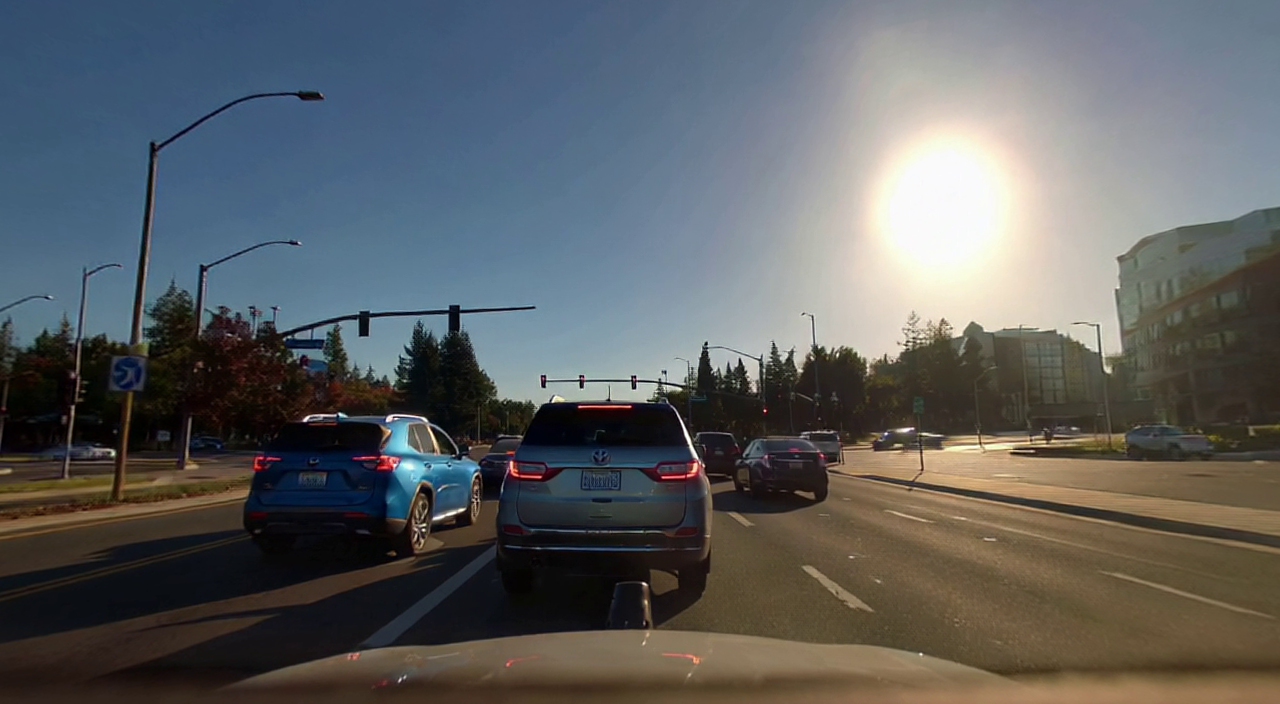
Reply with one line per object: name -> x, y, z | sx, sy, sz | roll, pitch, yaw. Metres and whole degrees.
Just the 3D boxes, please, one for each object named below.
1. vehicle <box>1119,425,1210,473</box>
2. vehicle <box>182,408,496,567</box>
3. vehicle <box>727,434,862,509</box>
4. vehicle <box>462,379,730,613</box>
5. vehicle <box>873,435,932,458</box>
vehicle -> 19.218, 3.534, 23.040 | 4.215, 1.578, 1.892 | 8, -12, -43
vehicle -> -3.722, 1.771, 9.022 | 2.160, 1.666, 4.583 | 0, -8, 1
vehicle -> 3.417, 2.738, 14.887 | 2.121, 1.494, 4.208 | 0, -8, 0
vehicle -> -0.342, 1.430, 7.114 | 2.064, 1.817, 4.298 | 0, -8, 0
vehicle -> 19.990, 7.197, 47.938 | 4.361, 1.653, 2.034 | 6, -10, -35
